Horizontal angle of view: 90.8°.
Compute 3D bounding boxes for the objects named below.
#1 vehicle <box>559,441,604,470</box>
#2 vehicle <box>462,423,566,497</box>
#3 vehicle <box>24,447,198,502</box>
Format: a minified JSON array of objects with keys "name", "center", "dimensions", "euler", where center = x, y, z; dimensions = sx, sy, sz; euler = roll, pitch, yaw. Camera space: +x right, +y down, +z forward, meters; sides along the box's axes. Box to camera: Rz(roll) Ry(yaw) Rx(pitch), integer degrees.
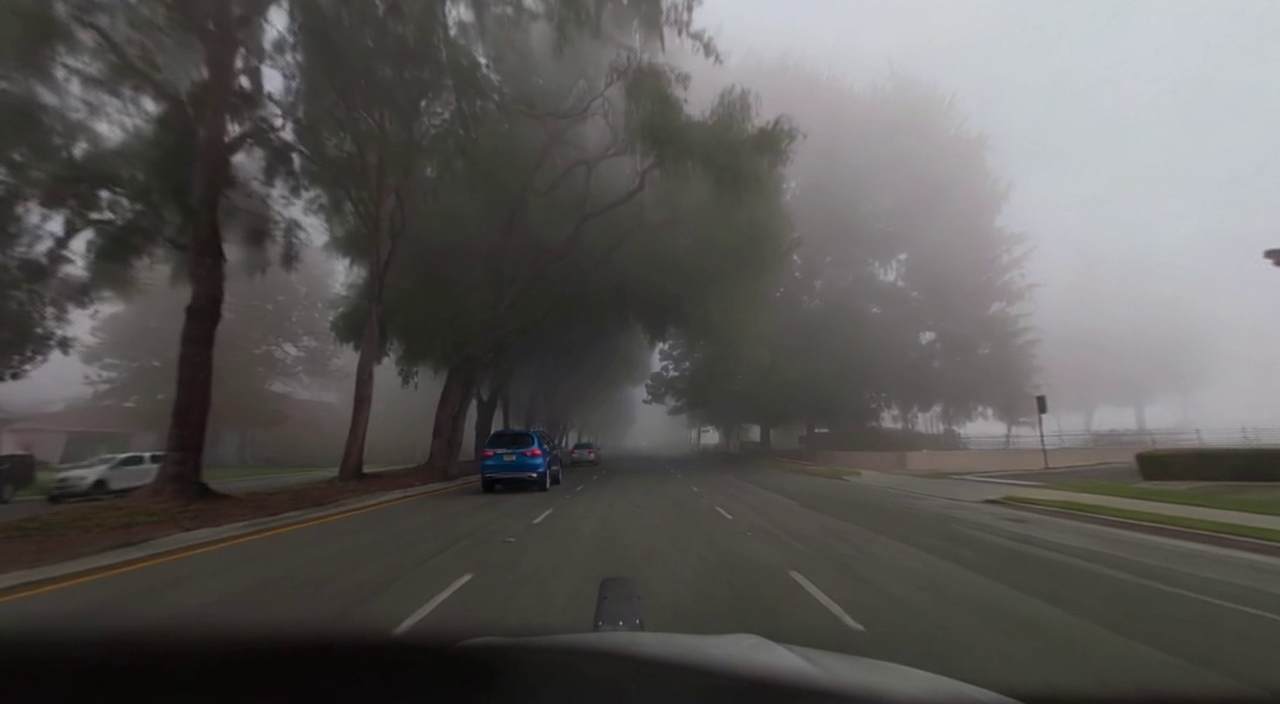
[{"name":"vehicle","center":[-3.128,5.649,34.763],"dimensions":[2.069,1.470,4.601],"euler":[0,-8,0]},{"name":"vehicle","center":[-3.359,2.982,17.813],"dimensions":[2.042,1.817,4.364],"euler":[0,-8,0]},{"name":"vehicle","center":[-16.493,3.799,20.059],"dimensions":[1.832,1.499,4.241],"euler":[0,-8,0]}]
